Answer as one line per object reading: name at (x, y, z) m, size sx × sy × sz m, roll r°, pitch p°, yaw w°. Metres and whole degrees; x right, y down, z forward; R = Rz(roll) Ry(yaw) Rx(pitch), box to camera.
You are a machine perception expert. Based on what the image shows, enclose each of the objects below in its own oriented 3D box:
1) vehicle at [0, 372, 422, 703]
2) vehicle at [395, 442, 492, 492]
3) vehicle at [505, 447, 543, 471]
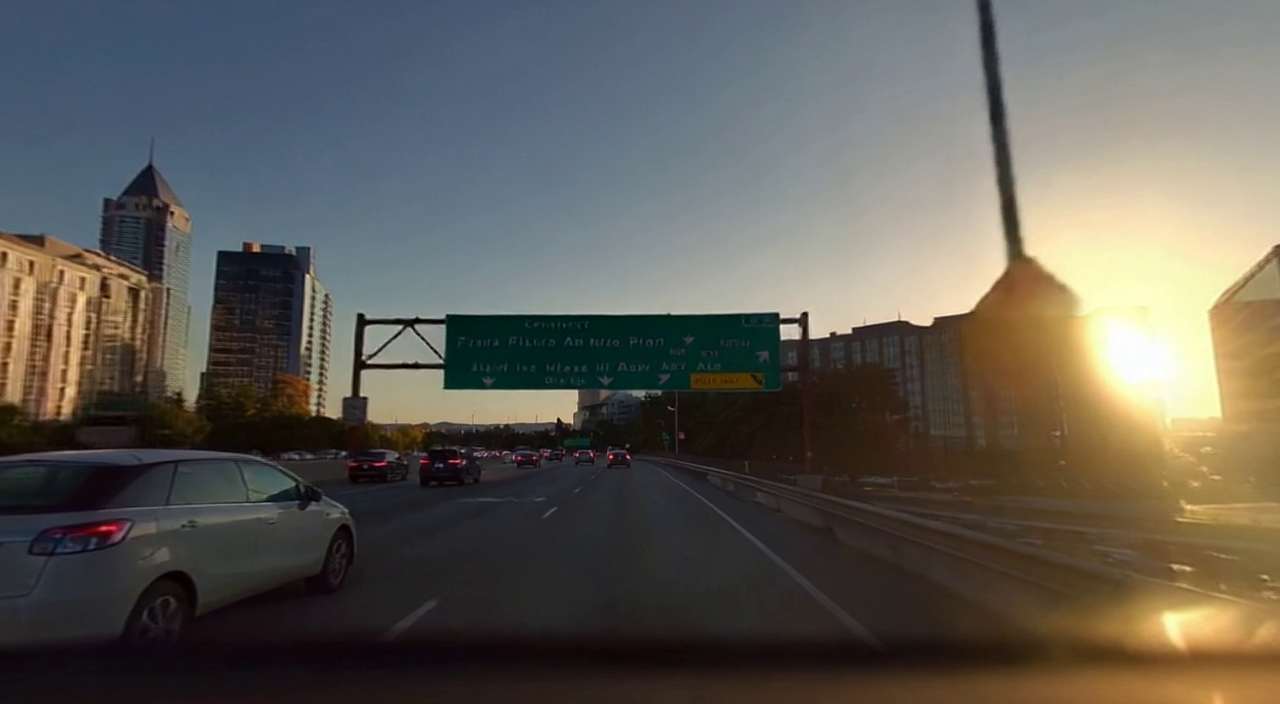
vehicle at (-3.572, 1.287, 4.891) m, size 2.036 × 1.717 × 4.592 m, roll 0°, pitch -9°, yaw 1°
vehicle at (-7.097, 4.202, 23.356) m, size 2.075 × 1.642 × 4.638 m, roll 0°, pitch -9°, yaw 0°
vehicle at (-8.549, 7.885, 46.645) m, size 2.065 × 1.689 × 4.399 m, roll 0°, pitch -9°, yaw -2°
